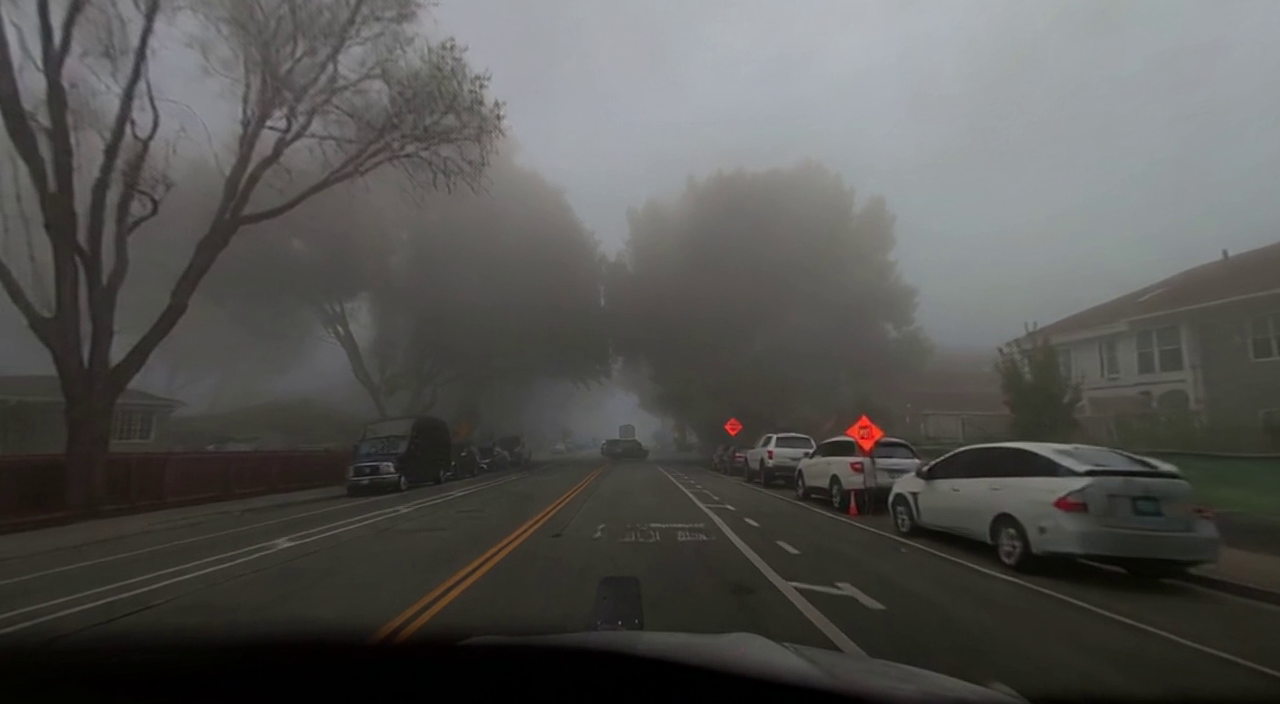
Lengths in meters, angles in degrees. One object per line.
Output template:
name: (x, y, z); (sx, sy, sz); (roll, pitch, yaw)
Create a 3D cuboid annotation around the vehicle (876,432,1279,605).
vehicle: (4.719, 1.762, 7.664); (1.912, 1.463, 4.477); (0, -9, 0)

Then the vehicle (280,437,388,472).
vehicle: (-16.527, 5.538, 34.177); (4.779, 1.823, 1.964); (0, -9, 0)

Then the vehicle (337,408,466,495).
vehicle: (-7.907, 3.347, 21.436); (2.526, 2.631, 4.228); (0, -9, 2)

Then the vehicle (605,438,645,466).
vehicle: (-0.802, 5.688, 36.003); (2.151, 1.481, 4.084); (0, -9, 0)

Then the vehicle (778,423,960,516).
vehicle: (4.769, 2.546, 14.107); (2.225, 1.715, 4.755); (0, -9, -1)

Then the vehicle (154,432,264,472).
vehicle: (-23.552, 5.465, 34.518); (4.491, 2.031, 2.045); (-1, -8, 0)

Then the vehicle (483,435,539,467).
vehicle: (-8.761, 6.828, 43.514); (2.659, 2.047, 6.014); (0, -9, -1)
